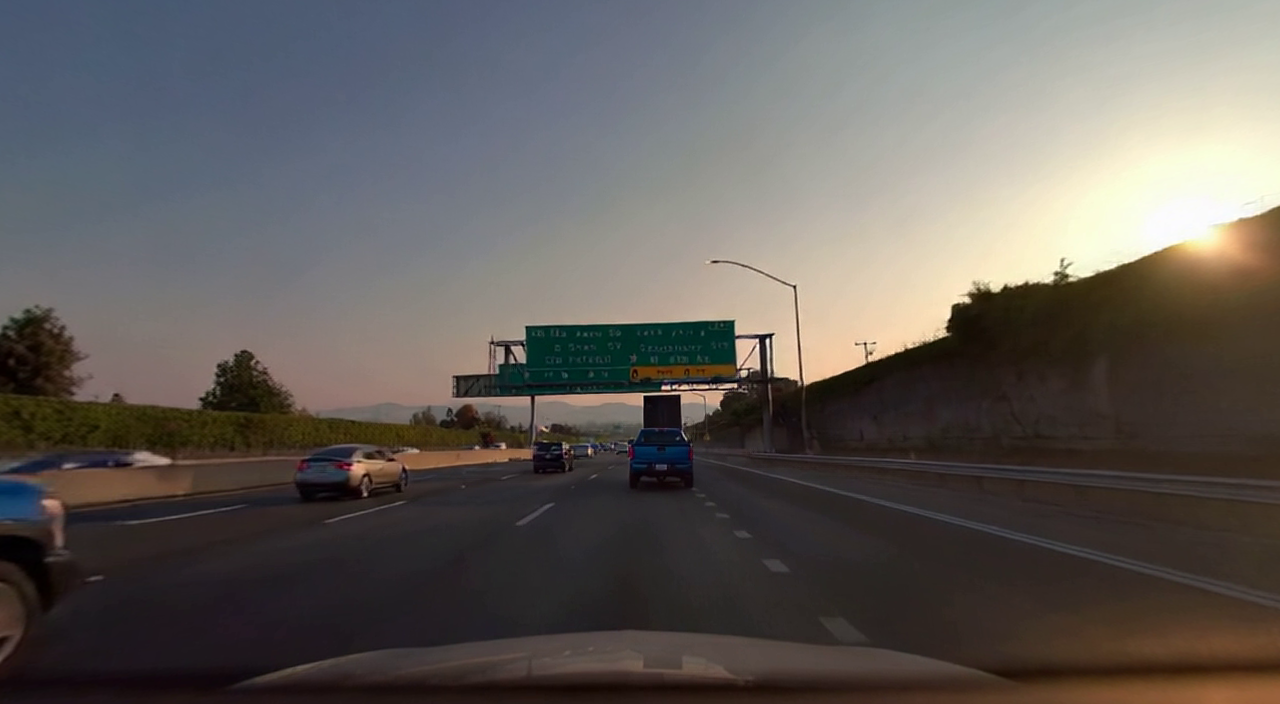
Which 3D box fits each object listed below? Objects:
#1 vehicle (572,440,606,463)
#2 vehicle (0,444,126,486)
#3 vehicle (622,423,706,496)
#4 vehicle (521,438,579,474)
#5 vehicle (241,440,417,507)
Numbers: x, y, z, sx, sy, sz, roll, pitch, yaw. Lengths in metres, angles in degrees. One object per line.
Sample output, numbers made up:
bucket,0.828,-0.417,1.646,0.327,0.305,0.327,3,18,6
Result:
vehicle,-3.719,7.329,46.401,2.061,1.584,4.290,0,-8,1
vehicle,-21.256,4.122,23.328,1.536,1.400,3.422,-1,-8,0
vehicle,0.577,3.021,18.118,2.083,1.792,4.782,0,-8,0
vehicle,-4.228,4.966,30.322,1.961,1.591,4.756,0,-8,1
vehicle,-7.748,3.052,16.385,2.081,1.463,4.749,0,-8,1
